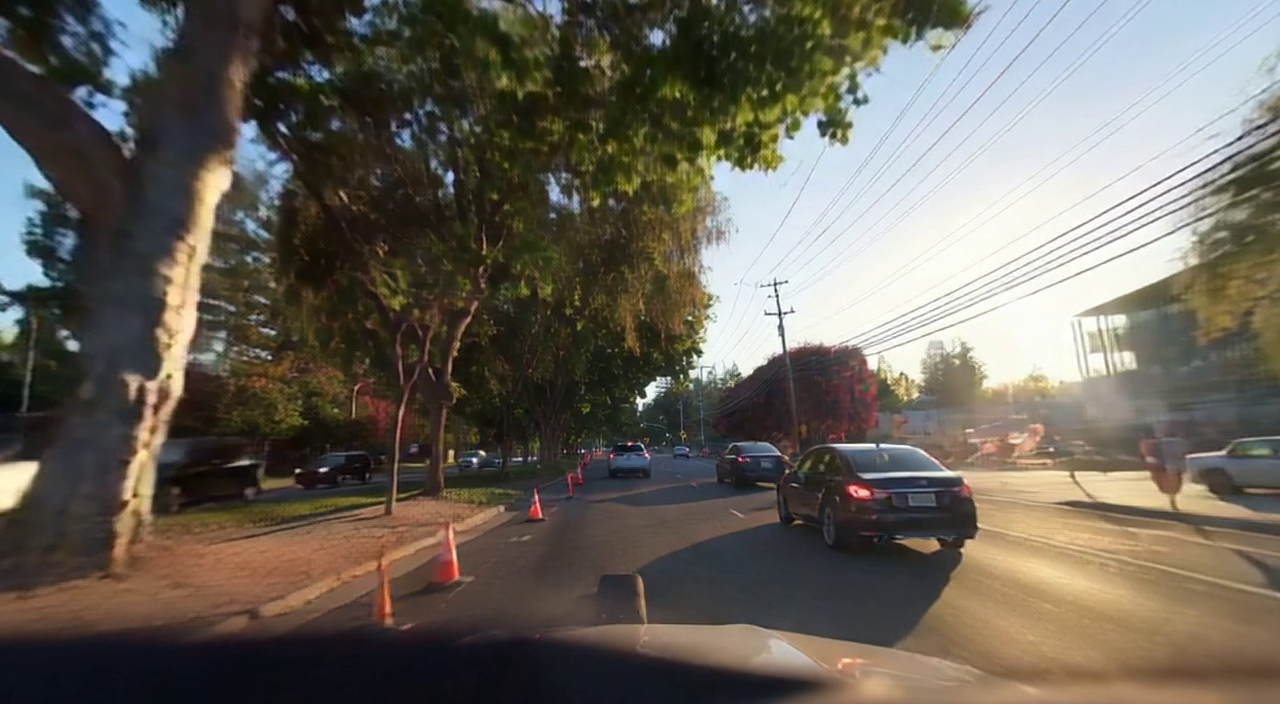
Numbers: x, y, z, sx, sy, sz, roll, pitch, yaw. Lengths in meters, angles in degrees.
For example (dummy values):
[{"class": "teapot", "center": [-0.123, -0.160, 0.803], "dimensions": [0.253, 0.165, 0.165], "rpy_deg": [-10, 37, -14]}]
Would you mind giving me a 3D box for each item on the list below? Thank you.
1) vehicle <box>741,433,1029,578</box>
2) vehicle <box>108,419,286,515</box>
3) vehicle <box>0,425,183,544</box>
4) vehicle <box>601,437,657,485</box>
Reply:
[{"class": "vehicle", "center": [2.927, 1.918, 8.894], "dimensions": [1.977, 1.460, 4.565], "rpy_deg": [0, -8, -4]}, {"class": "vehicle", "center": [-12.495, 3.227, 18.201], "dimensions": [2.254, 2.412, 3.760], "rpy_deg": [-1, -8, 1]}, {"class": "vehicle", "center": [-12.515, 2.573, 12.712], "dimensions": [2.223, 2.091, 6.044], "rpy_deg": [-1, -8, -1]}, {"class": "vehicle", "center": [-0.418, 4.322, 25.352], "dimensions": [2.050, 1.745, 3.915], "rpy_deg": [-1, -8, 0]}]
